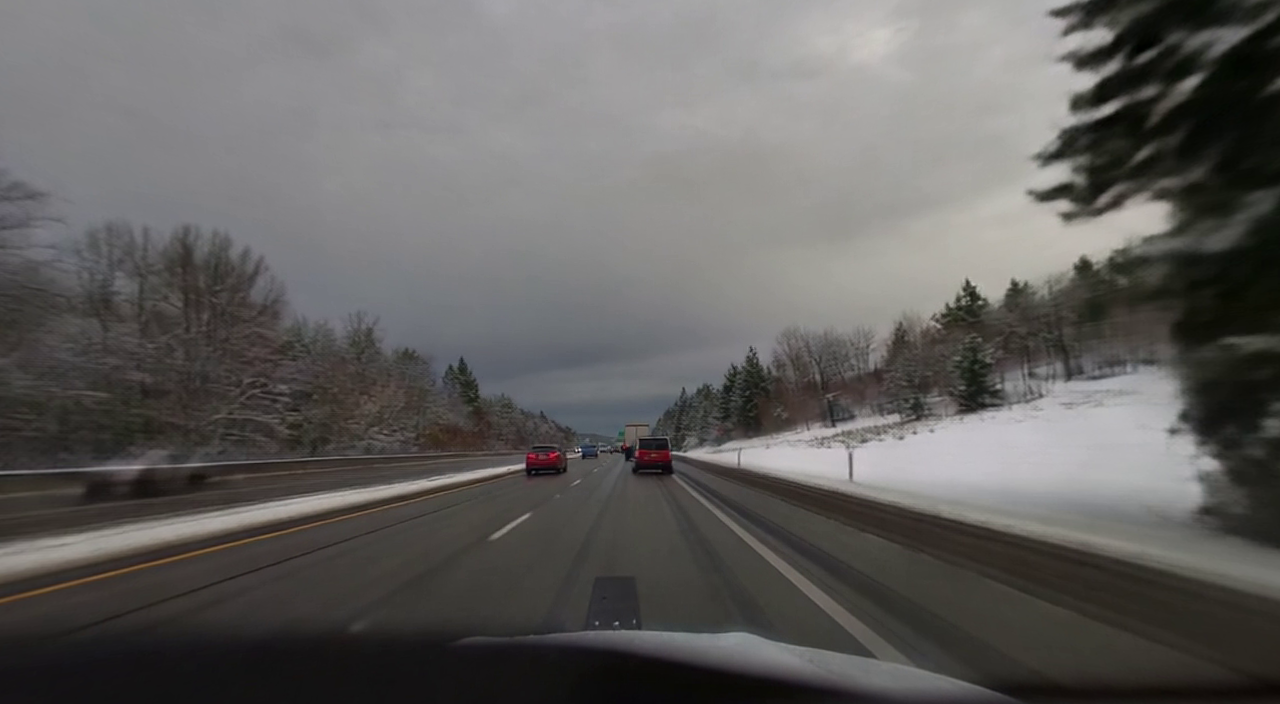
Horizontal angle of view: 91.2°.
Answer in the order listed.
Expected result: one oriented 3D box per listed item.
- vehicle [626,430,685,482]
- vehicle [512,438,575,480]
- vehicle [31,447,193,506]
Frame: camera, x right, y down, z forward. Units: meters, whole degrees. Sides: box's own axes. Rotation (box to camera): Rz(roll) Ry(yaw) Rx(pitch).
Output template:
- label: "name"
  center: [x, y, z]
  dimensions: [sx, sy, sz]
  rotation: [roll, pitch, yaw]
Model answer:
- label: "vehicle"
  center: [0.518, 4.232, 25.666]
  dimensions: [2.179, 1.930, 4.538]
  rotation: [0, -9, -1]
- label: "vehicle"
  center: [-4.152, 4.707, 27.694]
  dimensions: [2.088, 1.688, 4.365]
  rotation: [0, -9, 0]
- label: "vehicle"
  center: [-16.944, 3.974, 20.422]
  dimensions: [1.801, 1.691, 3.919]
  rotation: [0, -9, 0]
